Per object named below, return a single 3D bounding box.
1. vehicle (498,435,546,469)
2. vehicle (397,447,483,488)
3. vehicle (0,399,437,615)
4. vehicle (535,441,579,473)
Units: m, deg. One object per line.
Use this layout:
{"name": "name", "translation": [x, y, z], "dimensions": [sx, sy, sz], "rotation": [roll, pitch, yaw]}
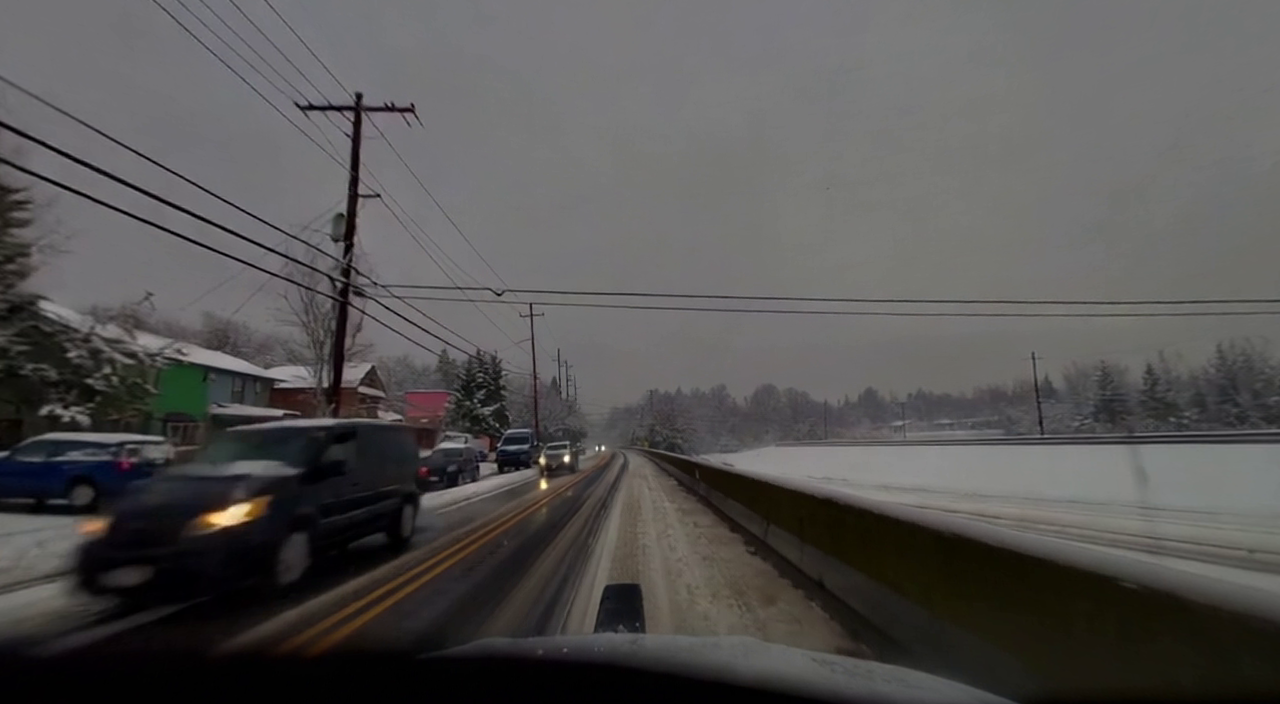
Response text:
{"name": "vehicle", "translation": [-7.990, 6.807, 43.256], "dimensions": [2.335, 2.136, 5.328], "rotation": [0, -8, -1]}
{"name": "vehicle", "translation": [-7.969, 4.618, 25.650], "dimensions": [2.003, 1.460, 4.360], "rotation": [0, -8, 0]}
{"name": "vehicle", "translation": [-4.148, 1.565, 7.310], "dimensions": [2.153, 1.715, 4.333], "rotation": [0, -8, 0]}
{"name": "vehicle", "translation": [-4.186, 5.374, 32.444], "dimensions": [1.796, 1.516, 3.871], "rotation": [0, -8, 0]}
